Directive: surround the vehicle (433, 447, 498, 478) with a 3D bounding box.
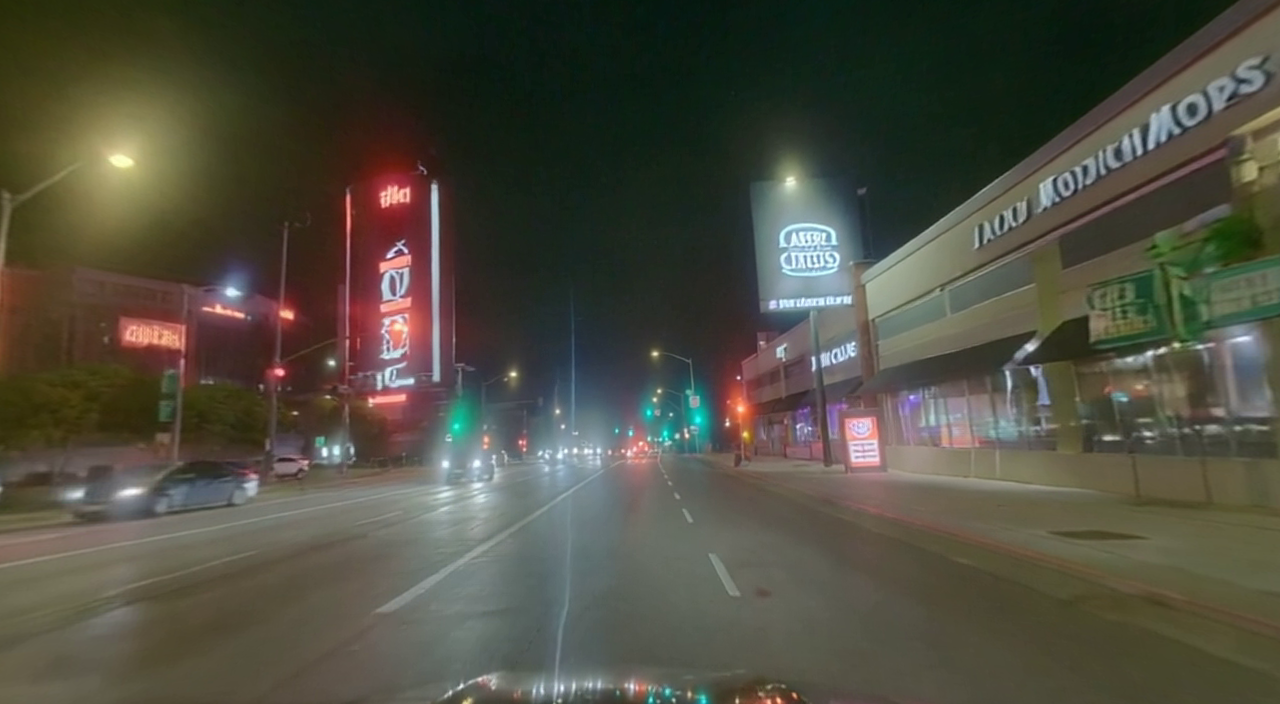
[{"bbox_3d":[-9.002,5.731,33.053,2.050,1.457,4.338,-1,-9,2],"label":"vehicle"}]

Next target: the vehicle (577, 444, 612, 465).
[{"bbox_3d":[-3.101,7.162,44.253,1.962,1.420,4.021,-1,-9,3],"label":"vehicle"}]

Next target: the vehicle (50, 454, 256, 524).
[{"bbox_3d":[-12.412,3.462,16.585,1.756,1.511,4.474,-1,-9,1],"label":"vehicle"}]
